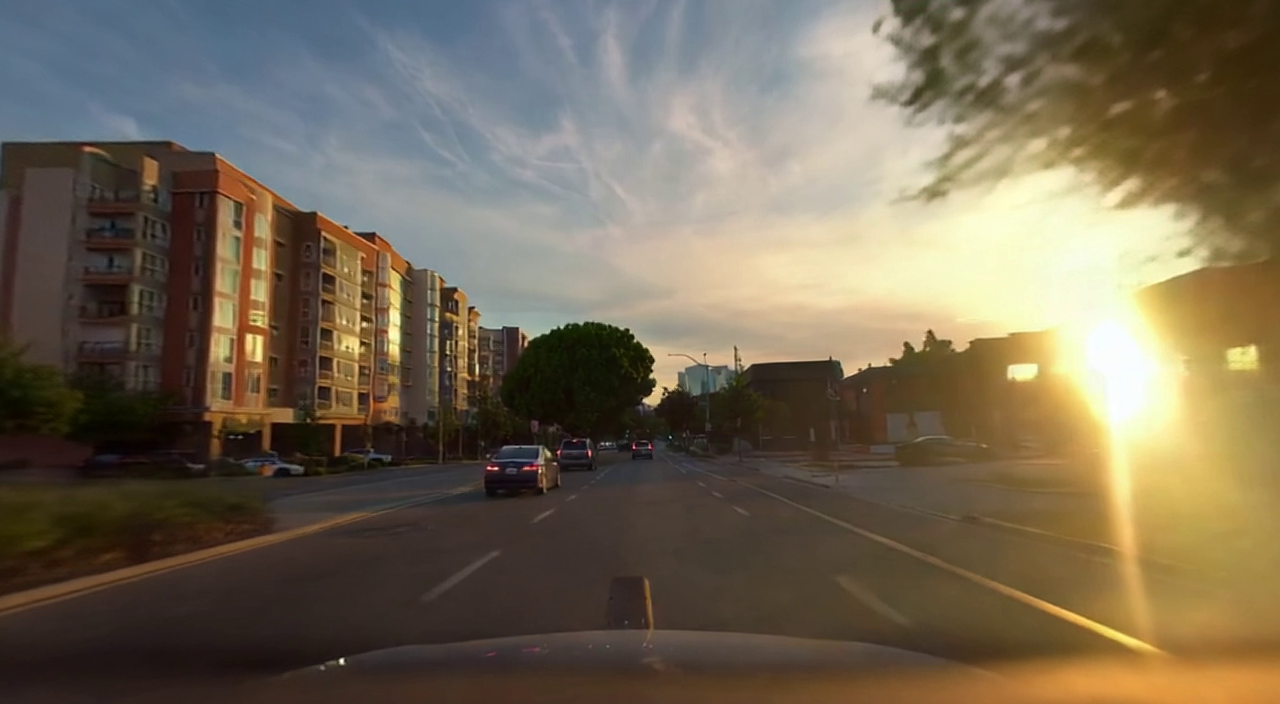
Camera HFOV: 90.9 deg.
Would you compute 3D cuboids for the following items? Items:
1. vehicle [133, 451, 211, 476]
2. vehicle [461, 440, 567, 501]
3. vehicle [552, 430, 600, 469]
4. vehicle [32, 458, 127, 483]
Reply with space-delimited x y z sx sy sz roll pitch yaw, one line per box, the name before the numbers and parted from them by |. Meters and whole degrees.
vehicle | -36.942 8.761 49.838 4.402 1.868 2.071 0 -9 -3
vehicle | -3.207 3.119 17.000 1.959 1.406 4.272 0 -8 0
vehicle | -3.461 5.384 35.012 2.152 1.987 4.527 0 -8 1
vehicle | -36.893 7.764 41.515 4.456 1.533 1.879 0 -9 1
